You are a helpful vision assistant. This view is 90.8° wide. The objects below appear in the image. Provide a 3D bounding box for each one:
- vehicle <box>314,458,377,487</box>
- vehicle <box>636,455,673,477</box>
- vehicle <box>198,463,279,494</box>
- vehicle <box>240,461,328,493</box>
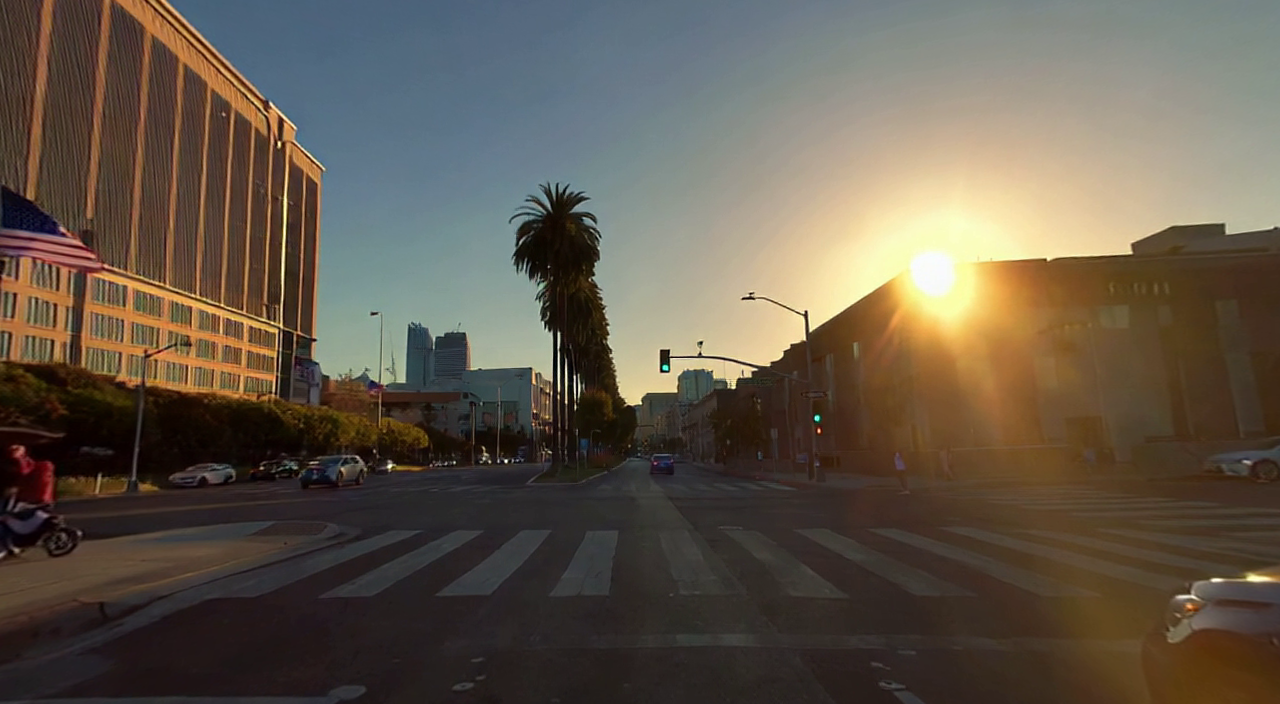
[{"bbox_3d":[-20.173,8.264,43.491,2.043,1.745,4.420,-1,-9,2],"label":"vehicle"},{"bbox_3d":[1.042,8.629,47.949,2.000,1.525,4.273,1,-9,-10],"label":"vehicle"},{"bbox_3d":[-23.226,7.311,36.737,2.061,1.534,4.138,0,-8,-2],"label":"vehicle"},{"bbox_3d":[-19.910,6.986,35.651,2.069,1.540,4.774,0,-8,2],"label":"vehicle"}]
